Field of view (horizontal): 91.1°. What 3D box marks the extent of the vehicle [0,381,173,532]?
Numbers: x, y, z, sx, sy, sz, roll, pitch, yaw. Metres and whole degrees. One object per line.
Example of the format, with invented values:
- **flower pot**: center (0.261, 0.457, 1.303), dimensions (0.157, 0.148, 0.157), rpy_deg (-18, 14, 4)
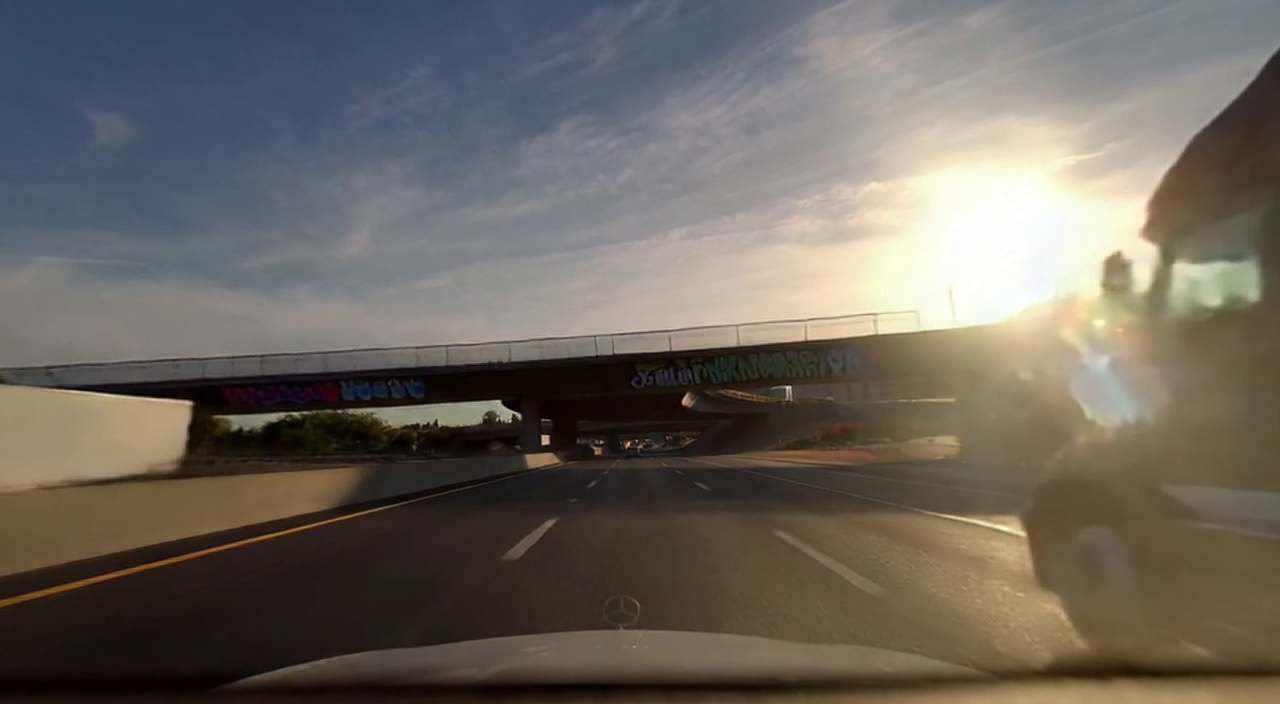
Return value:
- **vehicle**: center (-20.434, 3.071, 18.351), dimensions (3.091, 4.397, 13.932), rpy_deg (0, -9, -1)
